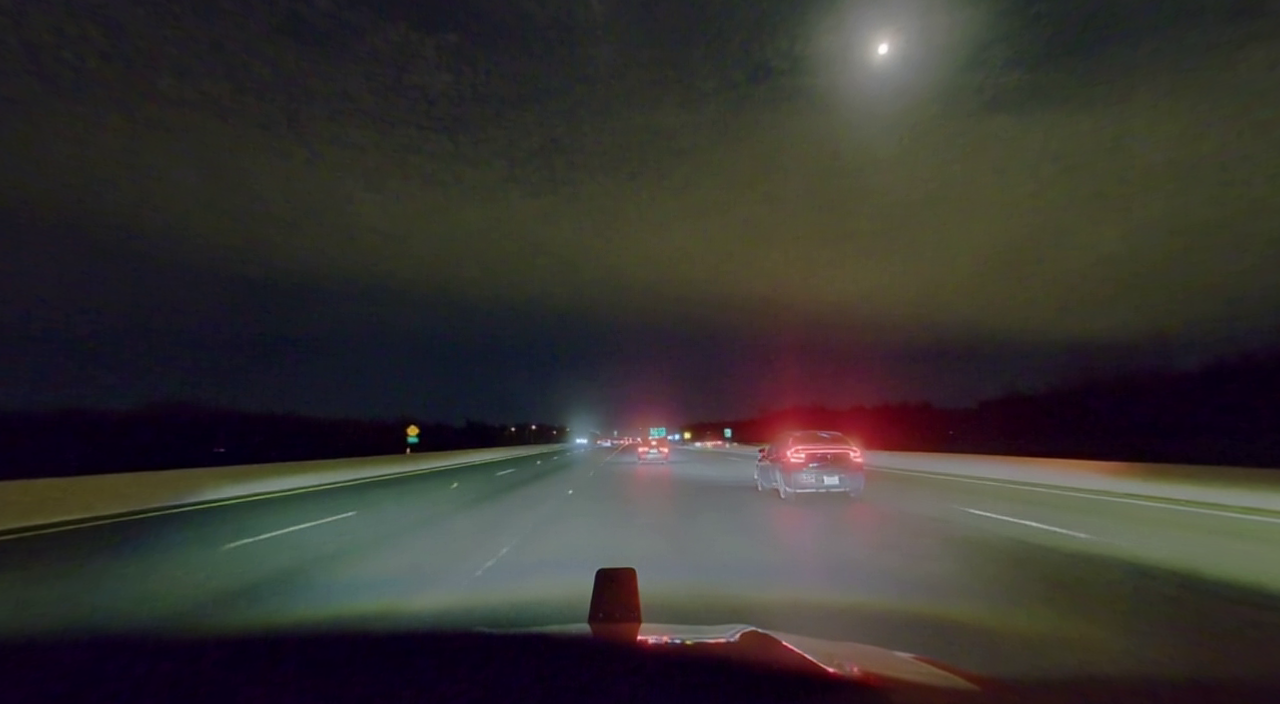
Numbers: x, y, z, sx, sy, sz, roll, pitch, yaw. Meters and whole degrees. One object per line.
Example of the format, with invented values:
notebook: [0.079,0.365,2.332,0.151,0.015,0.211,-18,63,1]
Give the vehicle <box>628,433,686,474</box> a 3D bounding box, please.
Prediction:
vehicle: [0.585,3.932,24.615,2.046,1.467,3.844,0,-8,-2]
